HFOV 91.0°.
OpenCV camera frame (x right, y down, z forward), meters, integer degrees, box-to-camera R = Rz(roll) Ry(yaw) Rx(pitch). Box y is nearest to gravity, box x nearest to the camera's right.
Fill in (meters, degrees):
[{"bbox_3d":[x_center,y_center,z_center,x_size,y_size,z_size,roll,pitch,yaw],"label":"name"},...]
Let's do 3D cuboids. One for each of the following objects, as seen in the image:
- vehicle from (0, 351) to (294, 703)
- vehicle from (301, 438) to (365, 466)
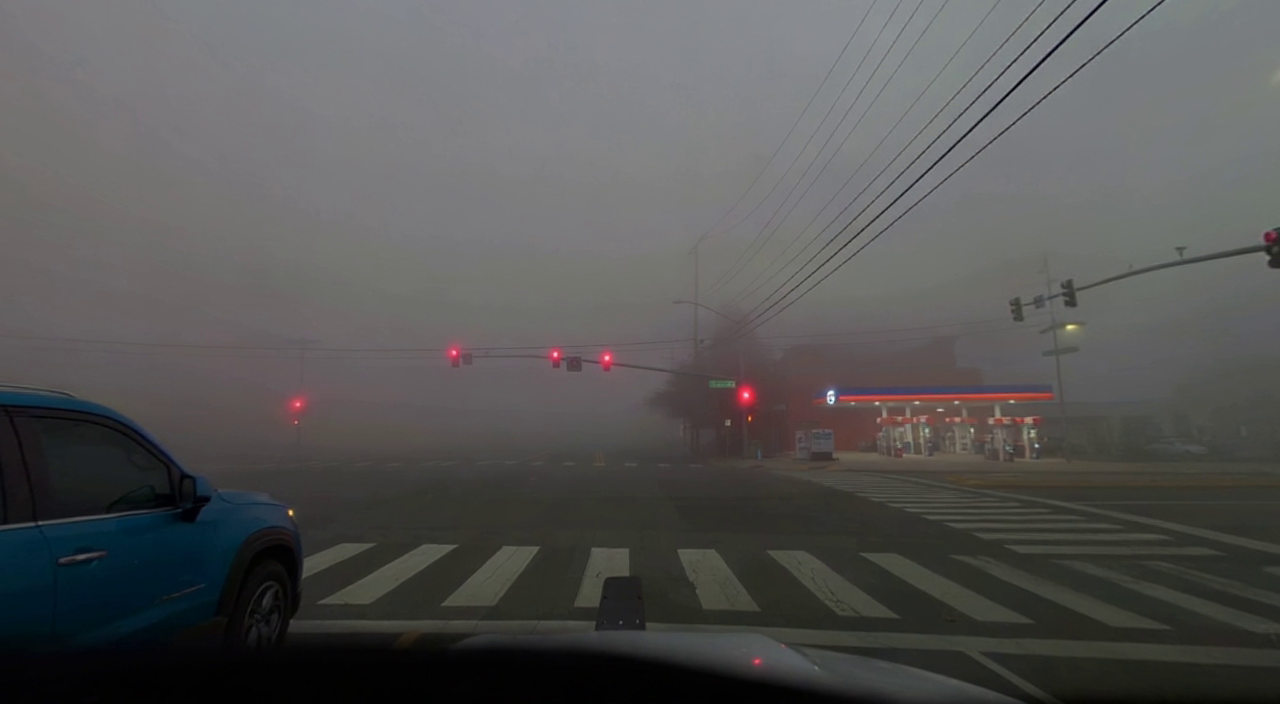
[{"bbox_3d":[-3.421,0.803,2.040,2.053,1.690,4.364,0,-9,1],"label":"vehicle"},{"bbox_3d":[-20.438,6.680,42.146,2.004,1.699,4.486,0,-9,1],"label":"vehicle"}]
